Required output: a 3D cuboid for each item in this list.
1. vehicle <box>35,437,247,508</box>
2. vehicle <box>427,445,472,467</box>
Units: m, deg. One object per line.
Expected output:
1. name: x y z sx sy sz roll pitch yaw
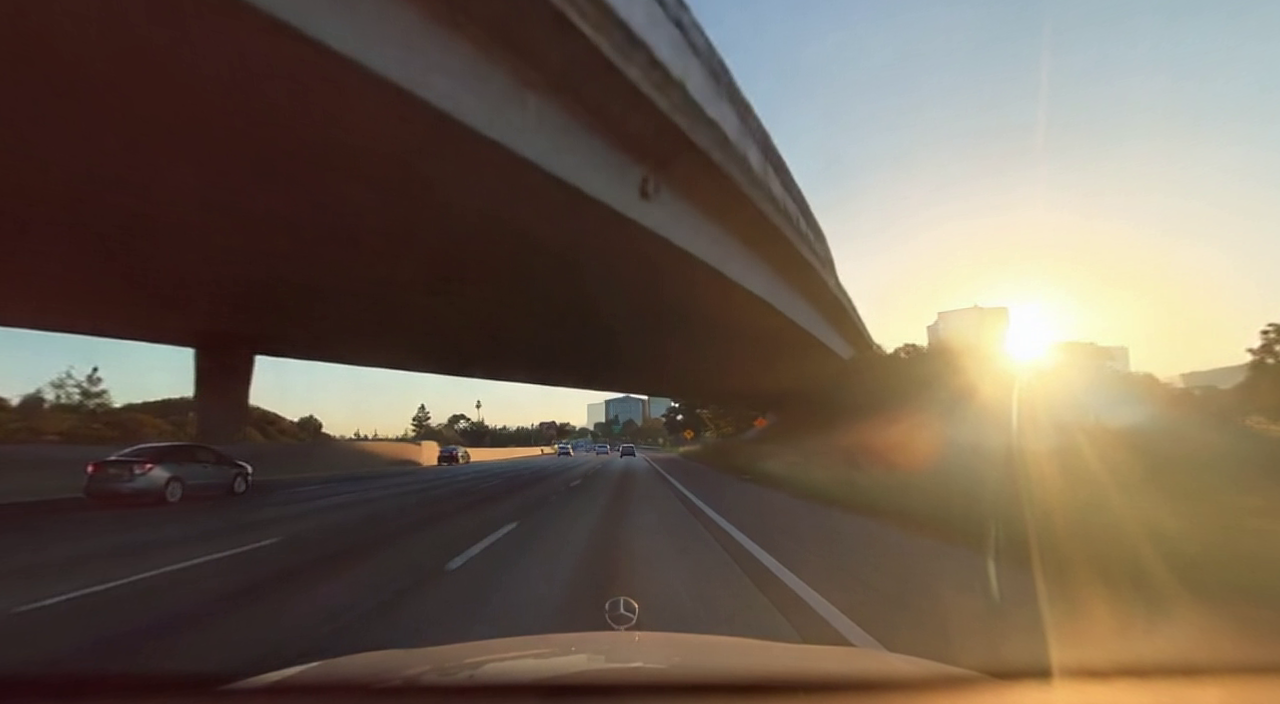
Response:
1. vehicle: -14.327 3.457 18.710 2.049 1.792 5.177 0 -9 0
2. vehicle: -14.796 8.102 49.296 2.057 1.619 4.443 0 -9 0
